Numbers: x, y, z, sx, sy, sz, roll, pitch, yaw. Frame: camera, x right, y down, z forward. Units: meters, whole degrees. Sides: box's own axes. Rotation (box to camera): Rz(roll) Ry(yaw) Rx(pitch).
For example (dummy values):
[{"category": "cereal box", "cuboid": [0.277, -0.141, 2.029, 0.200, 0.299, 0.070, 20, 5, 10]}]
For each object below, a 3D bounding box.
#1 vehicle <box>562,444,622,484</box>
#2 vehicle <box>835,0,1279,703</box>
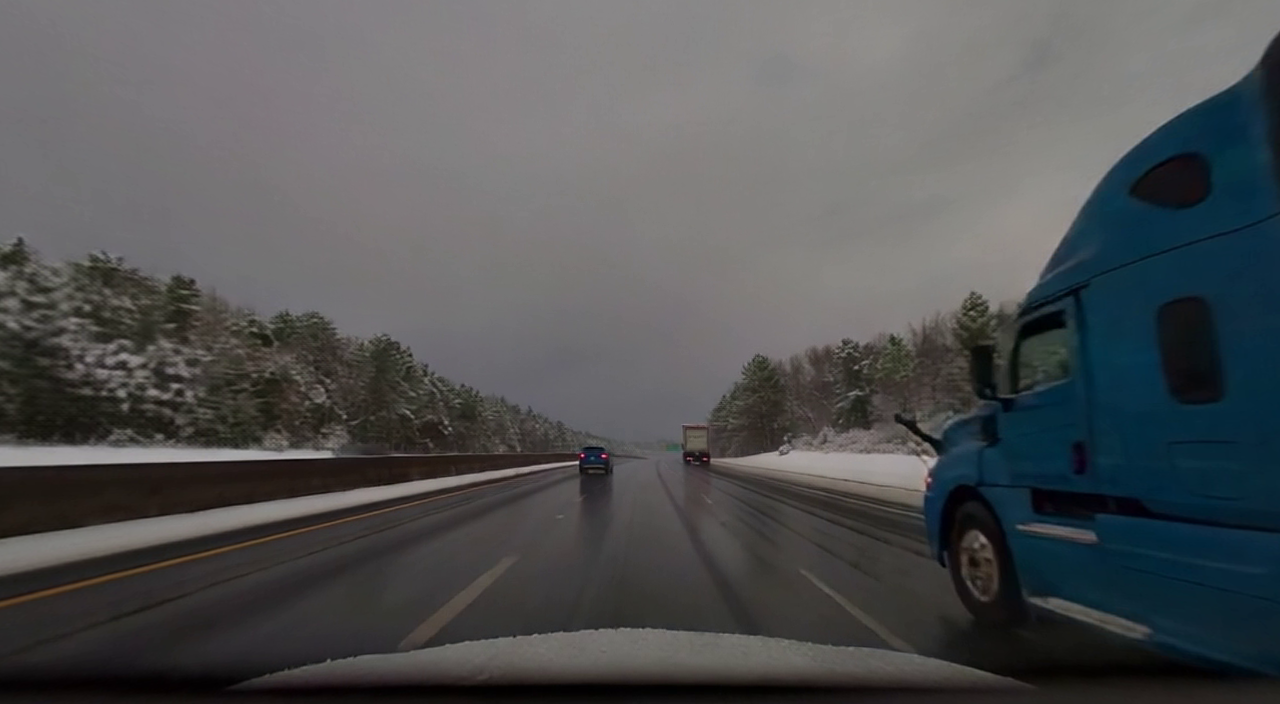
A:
[{"category": "vehicle", "cuboid": [-2.087, 5.104, 29.066, 2.297, 1.683, 4.385, 0, -9, 2]}, {"category": "vehicle", "cuboid": [4.172, 0.152, 5.284, 3.014, 3.921, 6.052, 0, -9, 0]}]
